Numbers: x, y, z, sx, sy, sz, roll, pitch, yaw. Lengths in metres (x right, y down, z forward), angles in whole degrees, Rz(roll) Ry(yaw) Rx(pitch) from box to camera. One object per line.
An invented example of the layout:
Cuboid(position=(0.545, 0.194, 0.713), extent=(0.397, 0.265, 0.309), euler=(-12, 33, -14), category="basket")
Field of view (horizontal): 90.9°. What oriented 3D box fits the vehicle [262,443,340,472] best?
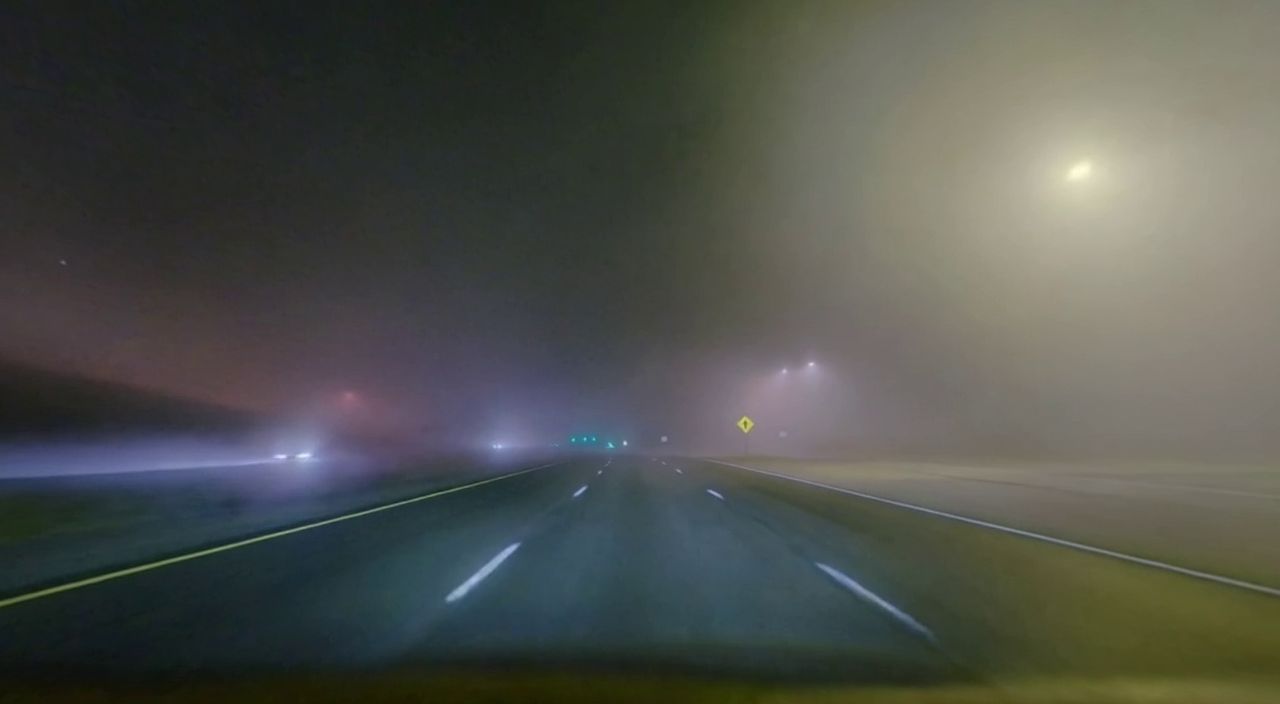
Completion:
Cuboid(position=(-19.120, 5.952, 35.836), extent=(1.912, 1.533, 4.713), euler=(0, -8, -2), category="vehicle")
